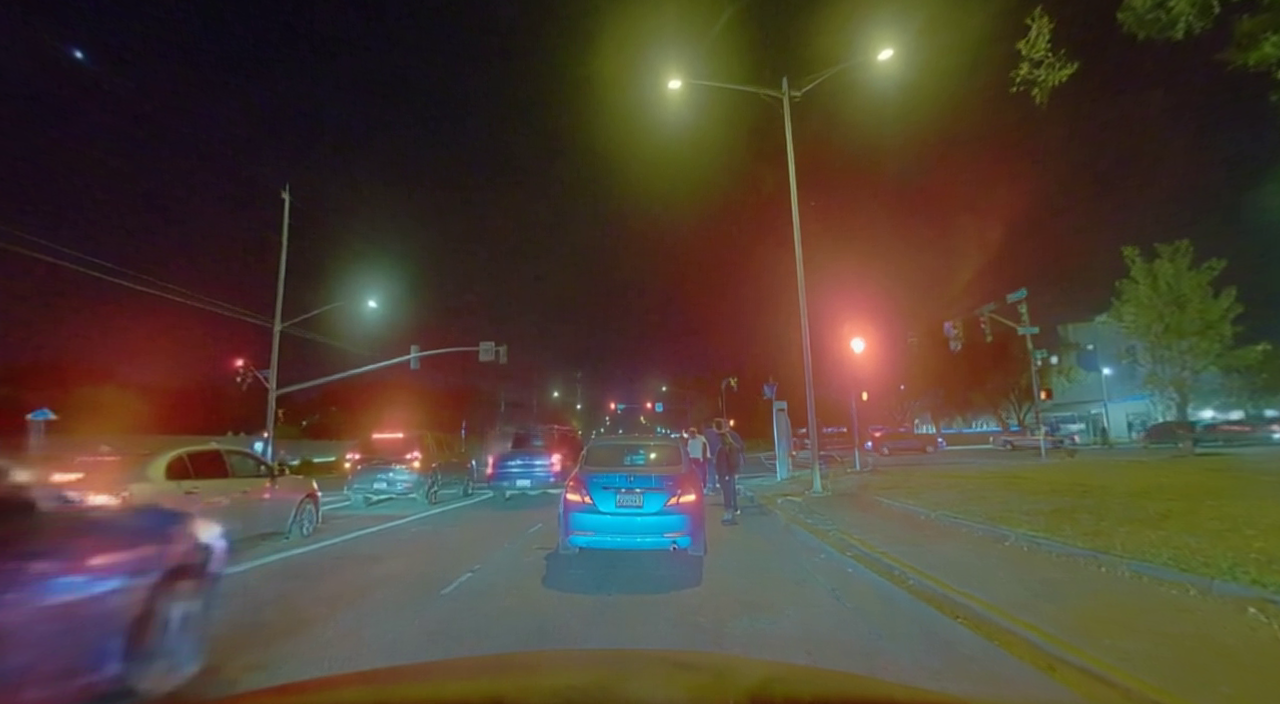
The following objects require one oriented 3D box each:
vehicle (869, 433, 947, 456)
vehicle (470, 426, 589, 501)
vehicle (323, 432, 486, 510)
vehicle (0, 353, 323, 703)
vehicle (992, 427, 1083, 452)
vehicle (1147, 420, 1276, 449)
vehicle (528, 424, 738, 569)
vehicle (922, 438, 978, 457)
[{"bbox_3d":[17.529,6.087,41.159,4.441,1.452,1.798,-5,-10,30],"label":"vehicle"},{"bbox_3d":[-2.935,3.134,18.009,2.223,1.826,4.990,-1,-9,3],"label":"vehicle"},{"bbox_3d":[-6.168,3.174,17.342,2.230,1.811,5.183,-1,-9,3],"label":"vehicle"},{"bbox_3d":[-3.499,0.840,2.416,2.040,1.660,4.609,0,-9,2],"label":"vehicle"},{"bbox_3d":[23.806,5.298,37.753,4.454,1.440,1.816,-5,-10,30],"label":"vehicle"},{"bbox_3d":[30.549,4.466,33.796,4.739,1.472,1.804,-5,-10,29],"label":"vehicle"},{"bbox_3d":[-0.049,1.821,8.683,2.182,1.501,4.150,0,-9,1],"label":"vehicle"},{"bbox_3d":[24.591,7.577,49.820,3.662,1.442,1.787,-6,-10,33],"label":"vehicle"}]
